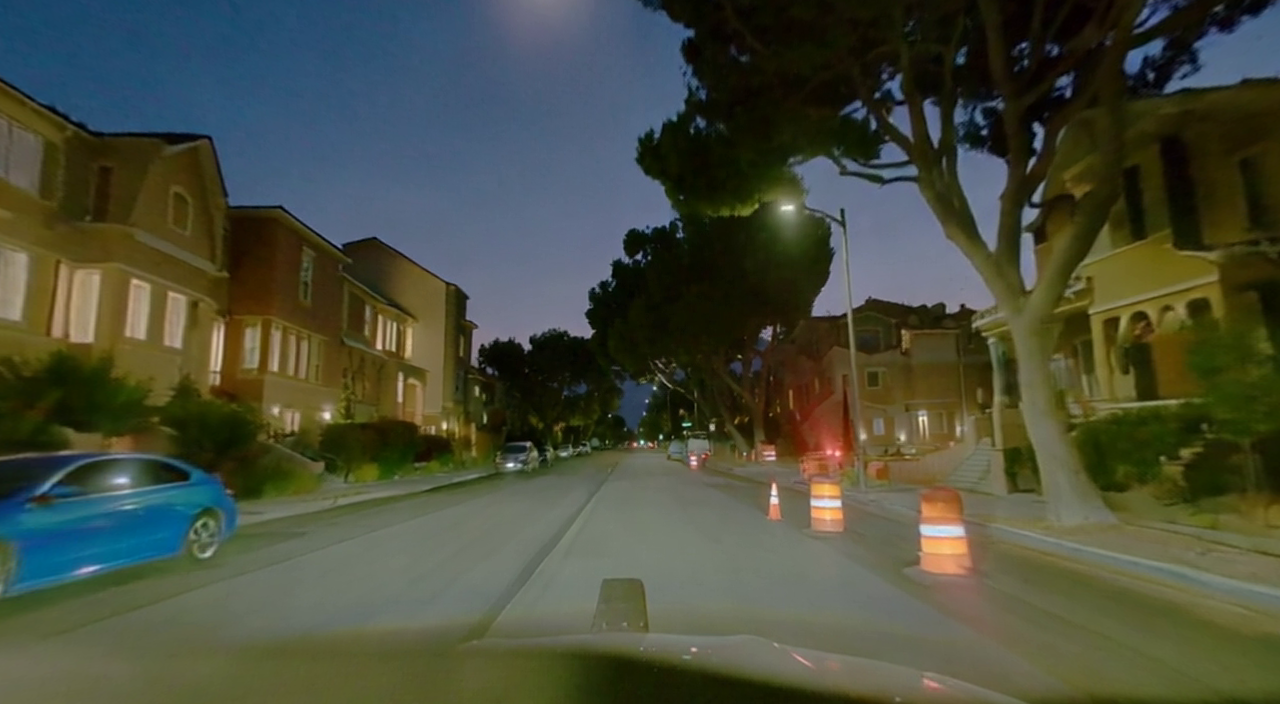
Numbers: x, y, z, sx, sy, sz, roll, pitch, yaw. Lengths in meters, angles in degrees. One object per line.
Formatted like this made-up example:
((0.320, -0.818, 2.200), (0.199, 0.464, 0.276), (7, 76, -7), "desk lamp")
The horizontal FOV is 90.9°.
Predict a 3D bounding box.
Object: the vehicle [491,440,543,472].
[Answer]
((-6.577, 5.608, 34.116), (1.957, 1.608, 4.476), (0, -8, -1), "vehicle")

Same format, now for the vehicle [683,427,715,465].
((4.155, 6.670, 44.915), (2.082, 2.534, 3.248), (-1, -8, 4), "vehicle")

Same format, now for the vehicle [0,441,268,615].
((-6.537, 1.733, 6.856), (2.137, 1.481, 4.503), (0, -9, 2), "vehicle")
